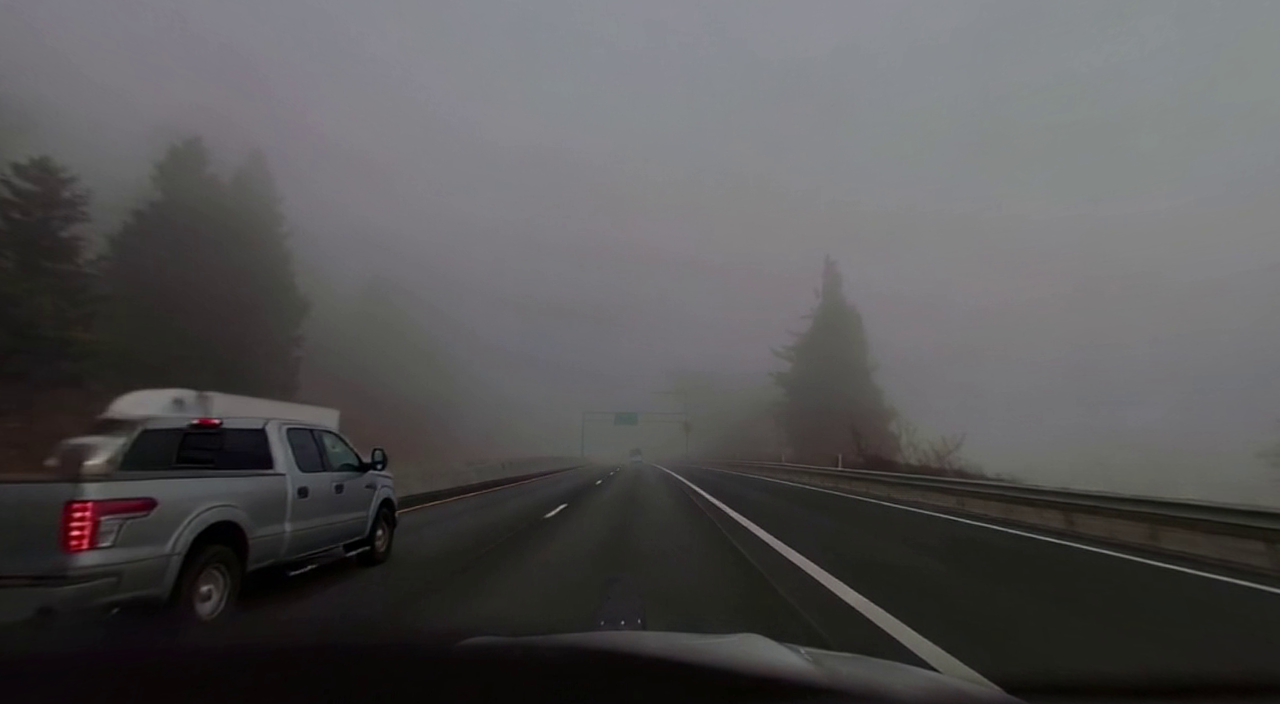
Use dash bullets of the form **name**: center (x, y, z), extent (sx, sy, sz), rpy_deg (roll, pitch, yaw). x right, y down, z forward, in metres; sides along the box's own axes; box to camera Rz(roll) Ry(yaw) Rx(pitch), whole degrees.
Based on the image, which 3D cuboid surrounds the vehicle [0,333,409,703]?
- **vehicle**: center (-3.869, 1.185, 4.771), extent (2.214, 1.872, 5.179), rpy_deg (0, -9, 1)
